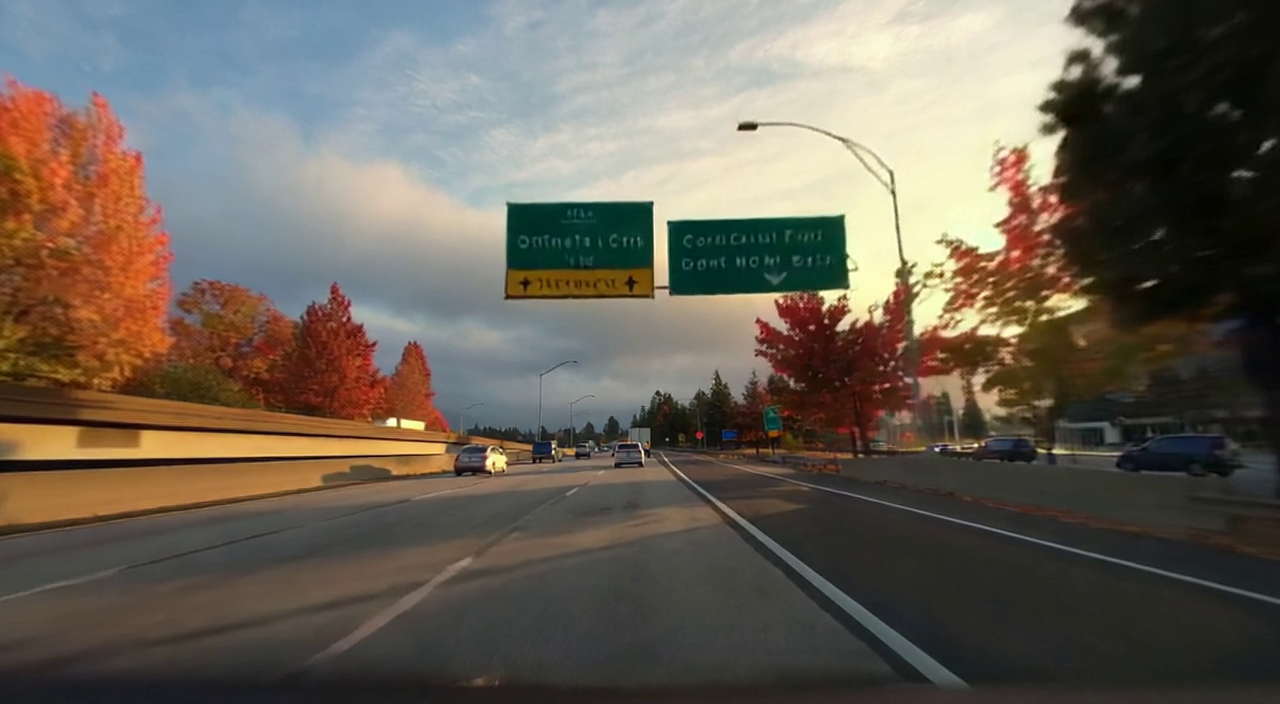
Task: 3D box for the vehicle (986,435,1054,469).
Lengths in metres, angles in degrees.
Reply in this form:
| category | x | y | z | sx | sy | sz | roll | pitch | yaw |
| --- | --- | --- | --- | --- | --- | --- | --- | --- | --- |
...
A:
| category | x | y | z | sx | sy | sz | roll | pitch | yaw |
| --- | --- | --- | --- | --- | --- | --- | --- | --- | --- |
| vehicle | 22.371 | 5.893 | 37.285 | 2.242 | 1.835 | 4.667 | -3 | -9 | 17 |

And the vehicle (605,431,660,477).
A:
| category | x | y | z | sx | sy | sz | roll | pitch | yaw |
| --- | --- | --- | --- | --- | --- | --- | --- | --- | --- |
| vehicle | -0.309 | 4.527 | 28.162 | 2.245 | 1.863 | 4.801 | 0 | -9 | 0 |

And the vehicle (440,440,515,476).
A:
| category | x | y | z | sx | sy | sz | roll | pitch | yaw |
| --- | --- | --- | --- | --- | --- | --- | --- | --- | --- |
| vehicle | -7.318 | 4.821 | 28.883 | 2.074 | 1.495 | 4.643 | 0 | -9 | 1 |

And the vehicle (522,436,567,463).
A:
| category | x | y | z | sx | sy | sz | roll | pitch | yaw |
| --- | --- | --- | --- | --- | --- | --- | --- | --- | --- |
| vehicle | -7.186 | 7.418 | 48.134 | 2.328 | 1.927 | 5.880 | 0 | -9 | 2 |

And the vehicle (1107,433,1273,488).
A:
| category | x | y | z | sx | sy | sz | roll | pitch | yaw |
| --- | --- | --- | --- | --- | --- | --- | --- | --- | --- |
| vehicle | 18.567 | 3.674 | 21.611 | 2.019 | 1.657 | 4.582 | -1 | -9 | 8 |
